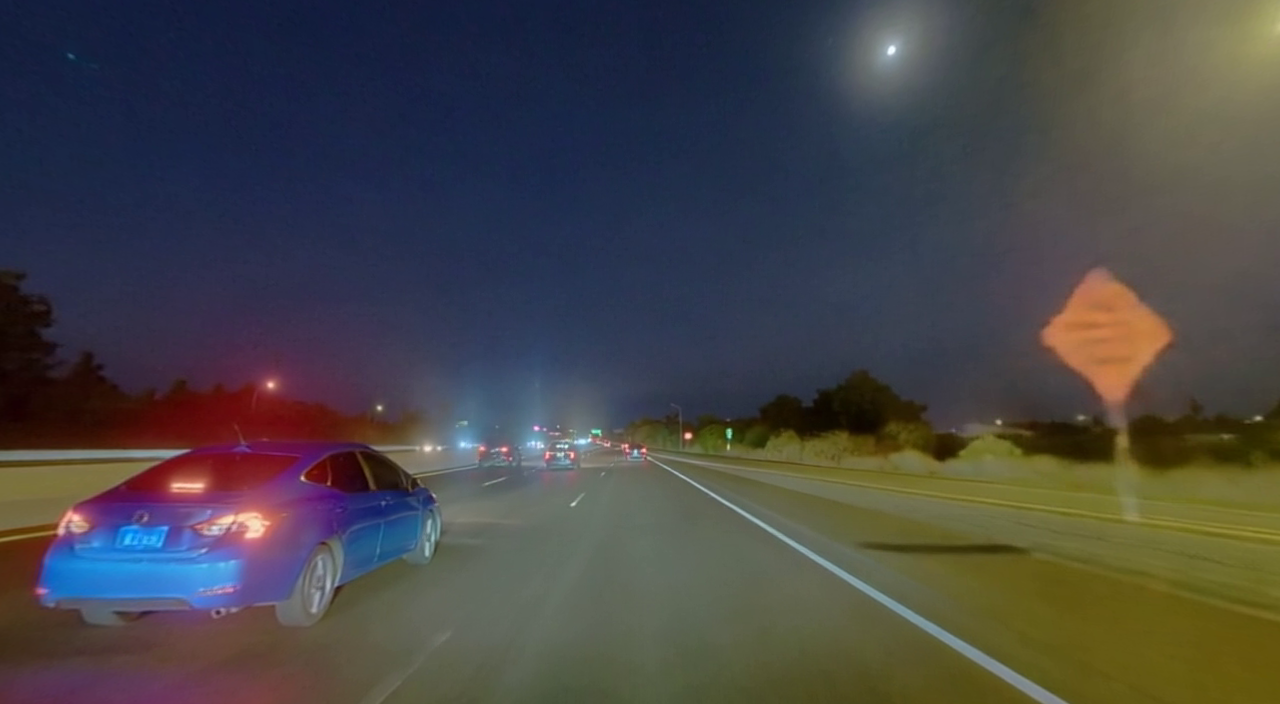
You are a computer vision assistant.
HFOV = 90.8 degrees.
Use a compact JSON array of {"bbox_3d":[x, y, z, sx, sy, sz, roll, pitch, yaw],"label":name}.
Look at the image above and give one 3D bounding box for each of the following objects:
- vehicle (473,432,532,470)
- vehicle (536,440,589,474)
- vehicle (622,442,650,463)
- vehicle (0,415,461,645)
[{"bbox_3d":[-7.644,5.576,35.746,2.171,1.982,5.246,0,-8,-1],"label":"vehicle"},{"bbox_3d":[-3.699,5.093,30.816,2.068,1.501,4.395,0,-8,-1],"label":"vehicle"},{"bbox_3d":[-0.364,7.563,47.645,2.018,1.508,4.087,0,-8,-2],"label":"vehicle"},{"bbox_3d":[-3.474,1.508,6.454,2.025,1.506,4.429,0,-8,0],"label":"vehicle"}]
